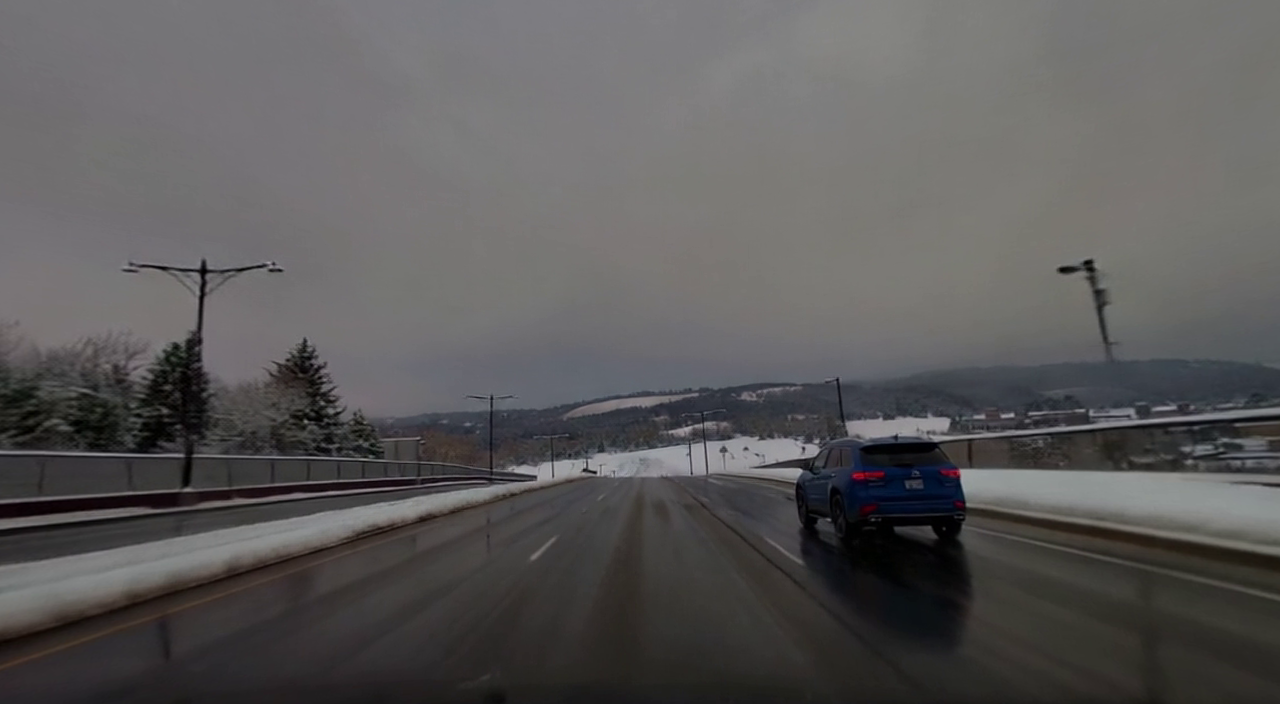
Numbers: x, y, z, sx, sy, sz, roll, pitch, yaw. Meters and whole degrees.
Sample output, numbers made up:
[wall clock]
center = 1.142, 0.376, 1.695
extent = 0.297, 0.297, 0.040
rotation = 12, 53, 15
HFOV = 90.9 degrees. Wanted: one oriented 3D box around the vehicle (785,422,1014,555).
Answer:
[vehicle]
center = 3.905, 2.117, 10.487
extent = 1.989, 1.730, 4.324
rotation = 0, -9, 1
